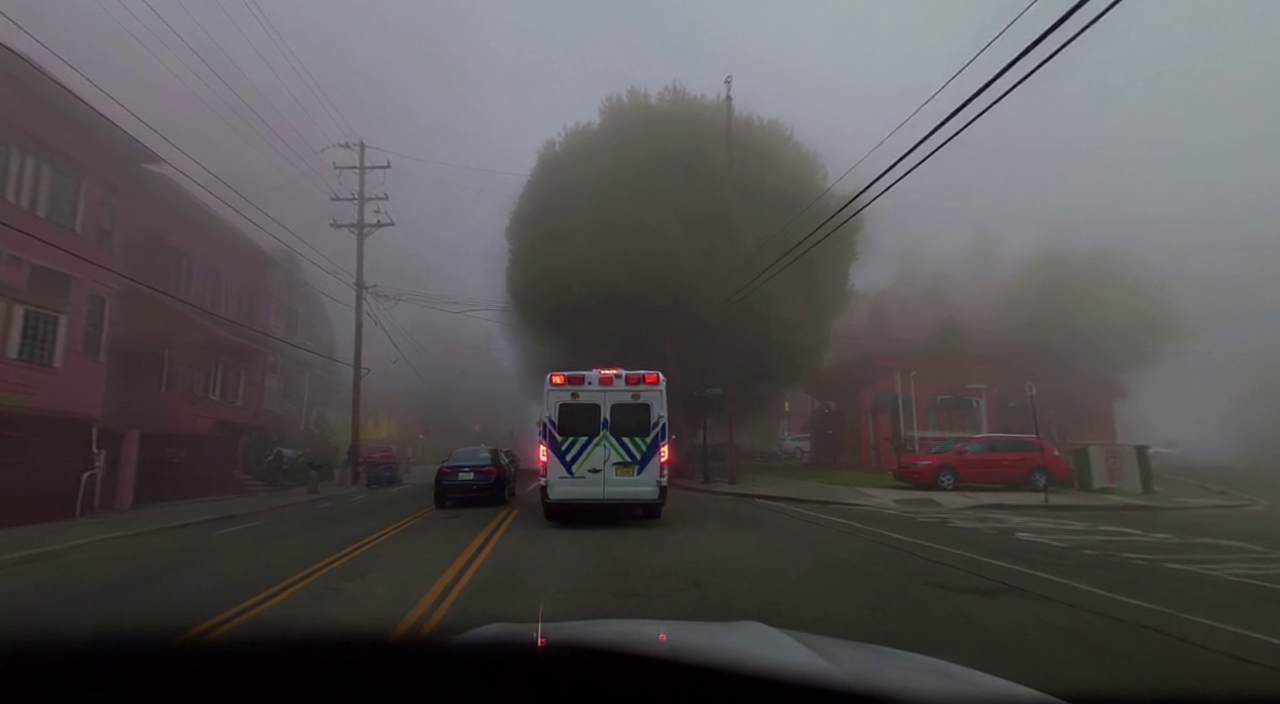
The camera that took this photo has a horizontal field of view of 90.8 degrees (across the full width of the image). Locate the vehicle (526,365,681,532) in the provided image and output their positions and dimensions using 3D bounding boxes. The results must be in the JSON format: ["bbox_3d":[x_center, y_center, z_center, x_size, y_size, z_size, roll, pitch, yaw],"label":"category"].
[{"bbox_3d":[-0.618,1.919,12.845,2.444,2.640,5.482,0,-8,-1],"label":"vehicle"}]

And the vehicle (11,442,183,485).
[{"bbox_3d":[-19.860,4.061,23.272,4.412,1.468,1.914,0,-8,-4],"label":"vehicle"}]

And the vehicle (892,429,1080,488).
[{"bbox_3d":[12.125,3.784,22.574,5.270,1.966,2.329,-2,-9,9],"label":"vehicle"}]

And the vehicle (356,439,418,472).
[{"bbox_3d":[-14.877,6.010,36.944,2.290,1.776,4.947,5,-10,-33],"label":"vehicle"}]
